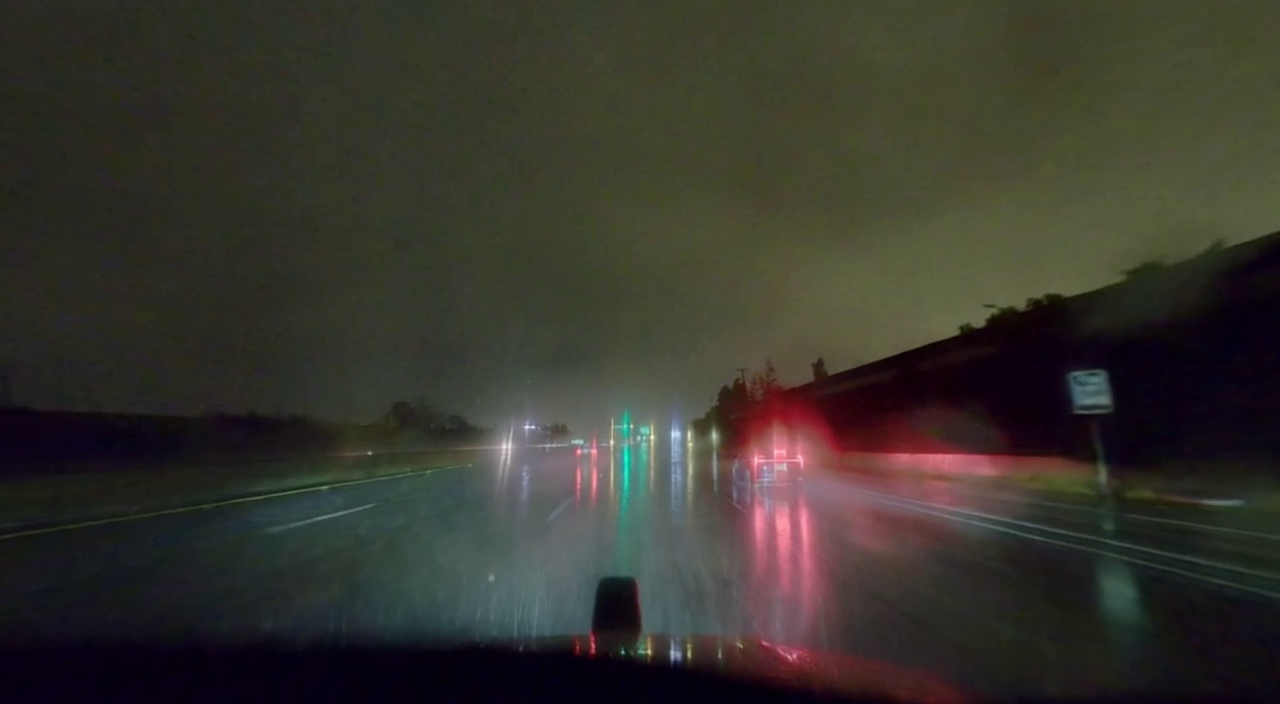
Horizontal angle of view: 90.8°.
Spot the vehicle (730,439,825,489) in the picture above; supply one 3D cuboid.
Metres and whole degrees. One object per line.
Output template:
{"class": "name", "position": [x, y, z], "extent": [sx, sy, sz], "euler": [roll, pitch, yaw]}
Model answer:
{"class": "vehicle", "position": [4.449, 3.690, 21.184], "extent": [2.060, 1.485, 4.274], "euler": [0, -9, -2]}

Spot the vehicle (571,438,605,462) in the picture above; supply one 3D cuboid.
{"class": "vehicle", "position": [-3.657, 6.958, 44.930], "extent": [2.048, 1.618, 4.424], "euler": [0, -9, 0]}
